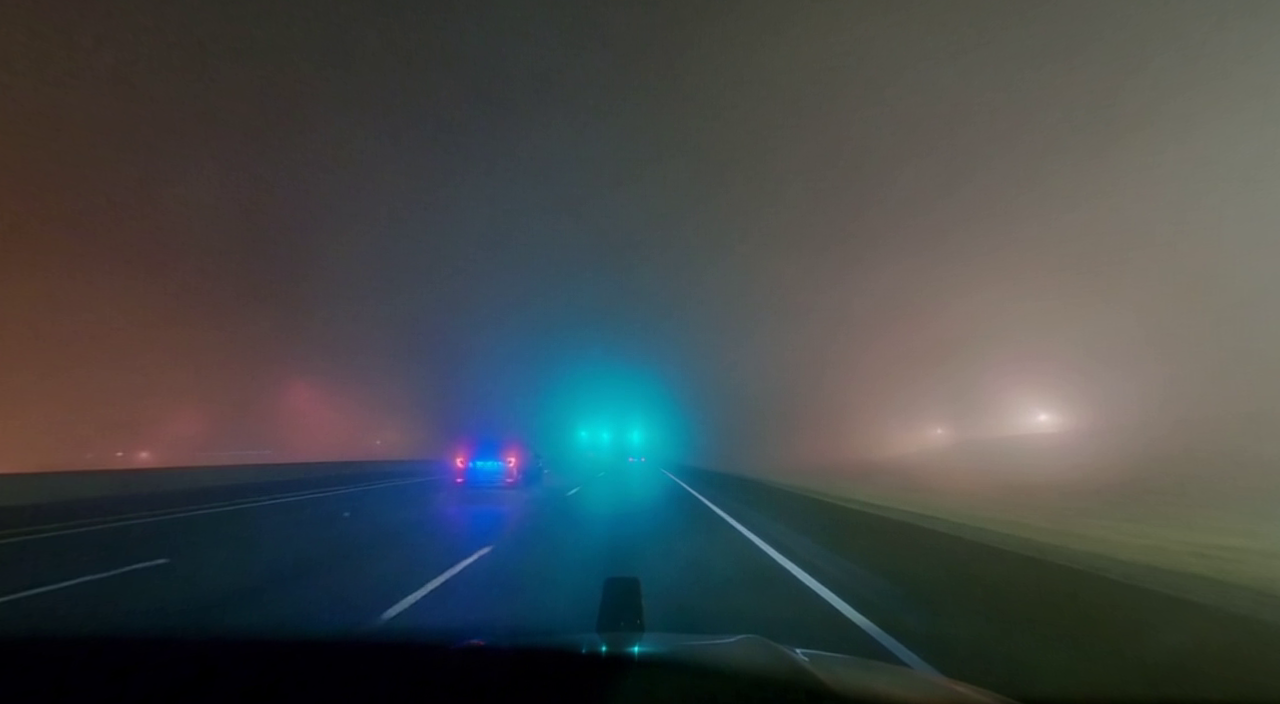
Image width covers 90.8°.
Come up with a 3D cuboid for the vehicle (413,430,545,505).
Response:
[{"bbox_3d":[-4.210,3.118,17.537,2.272,1.759,5.058,0,-9,1],"label":"vehicle"}]
